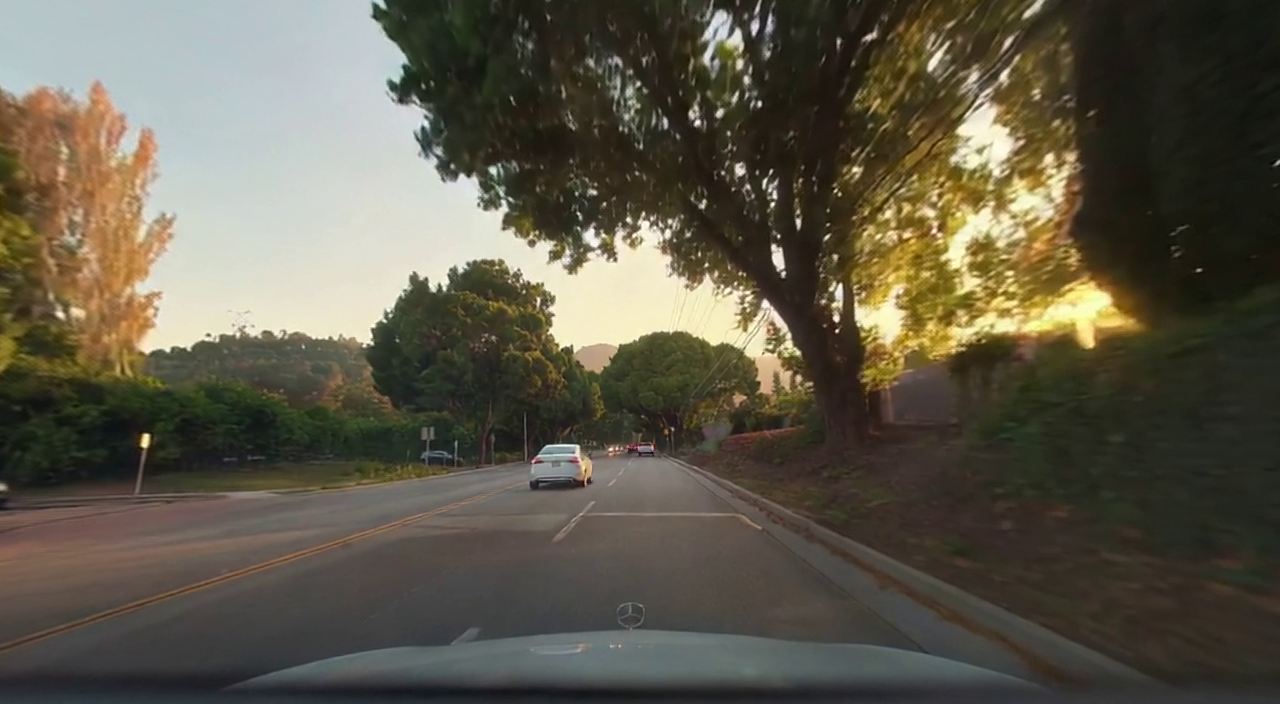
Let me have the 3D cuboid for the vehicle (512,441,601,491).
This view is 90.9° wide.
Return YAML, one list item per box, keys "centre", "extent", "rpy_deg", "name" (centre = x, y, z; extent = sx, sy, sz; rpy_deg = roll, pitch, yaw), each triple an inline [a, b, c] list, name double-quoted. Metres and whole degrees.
- centre: [-2.584, 3.674, 20.710]
  extent: [2.153, 1.461, 4.374]
  rpy_deg: [-1, -8, 2]
  name: "vehicle"
